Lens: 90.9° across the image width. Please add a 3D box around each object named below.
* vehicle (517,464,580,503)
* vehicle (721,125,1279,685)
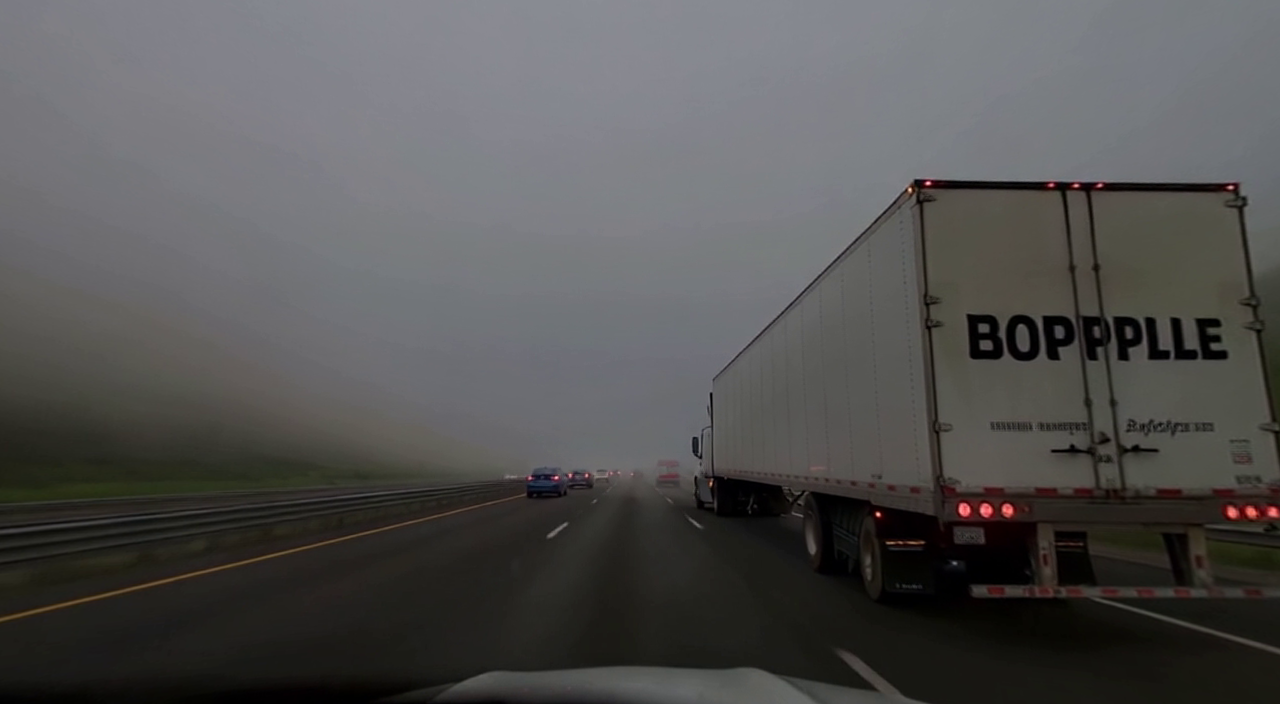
[{"bbox_3d":[-4.062,5.971,28.818,2.088,1.566,4.853,1,-11,1],"label":"vehicle"},{"bbox_3d":[3.828,1.534,11.479,2.839,4.062,14.051,1,-11,0],"label":"vehicle"}]
